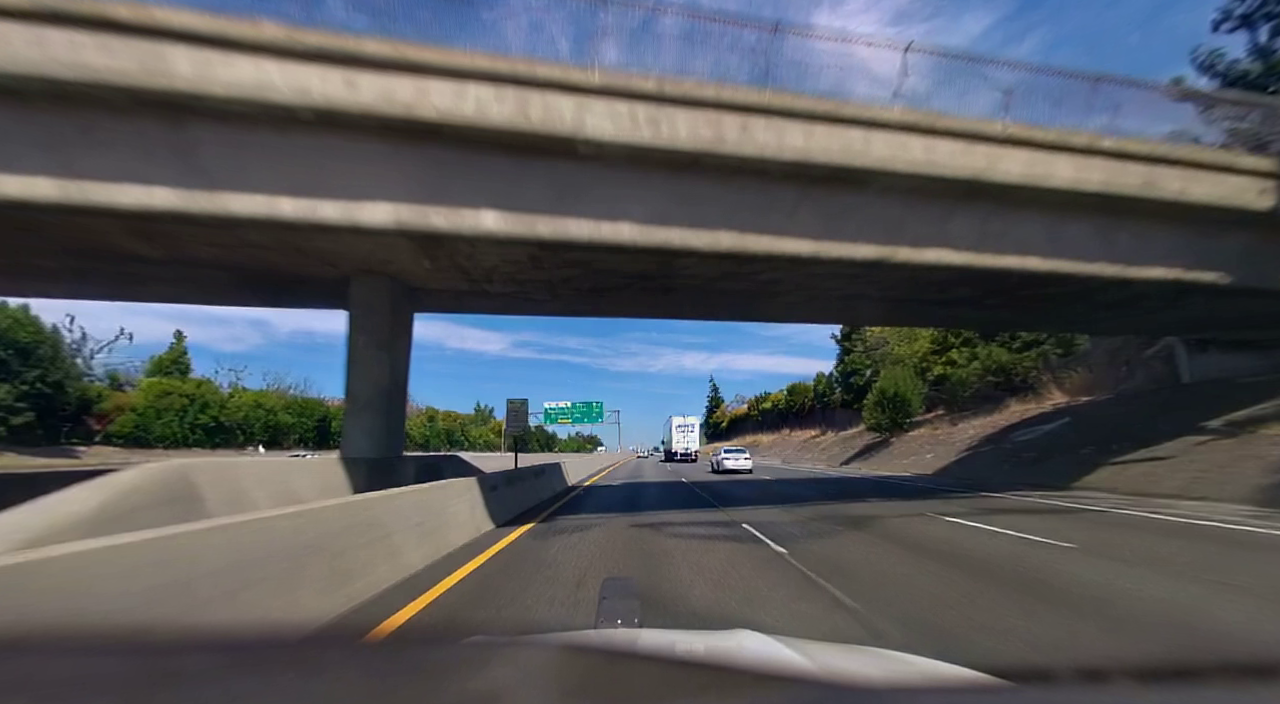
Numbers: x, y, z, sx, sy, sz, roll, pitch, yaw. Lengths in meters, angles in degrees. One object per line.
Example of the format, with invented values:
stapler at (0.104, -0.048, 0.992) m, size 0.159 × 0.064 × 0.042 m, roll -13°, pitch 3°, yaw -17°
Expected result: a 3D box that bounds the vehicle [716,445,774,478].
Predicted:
vehicle at (5.074, 5.328, 30.830) m, size 1.917 × 1.471 × 4.149 m, roll 0°, pitch -9°, yaw -3°
